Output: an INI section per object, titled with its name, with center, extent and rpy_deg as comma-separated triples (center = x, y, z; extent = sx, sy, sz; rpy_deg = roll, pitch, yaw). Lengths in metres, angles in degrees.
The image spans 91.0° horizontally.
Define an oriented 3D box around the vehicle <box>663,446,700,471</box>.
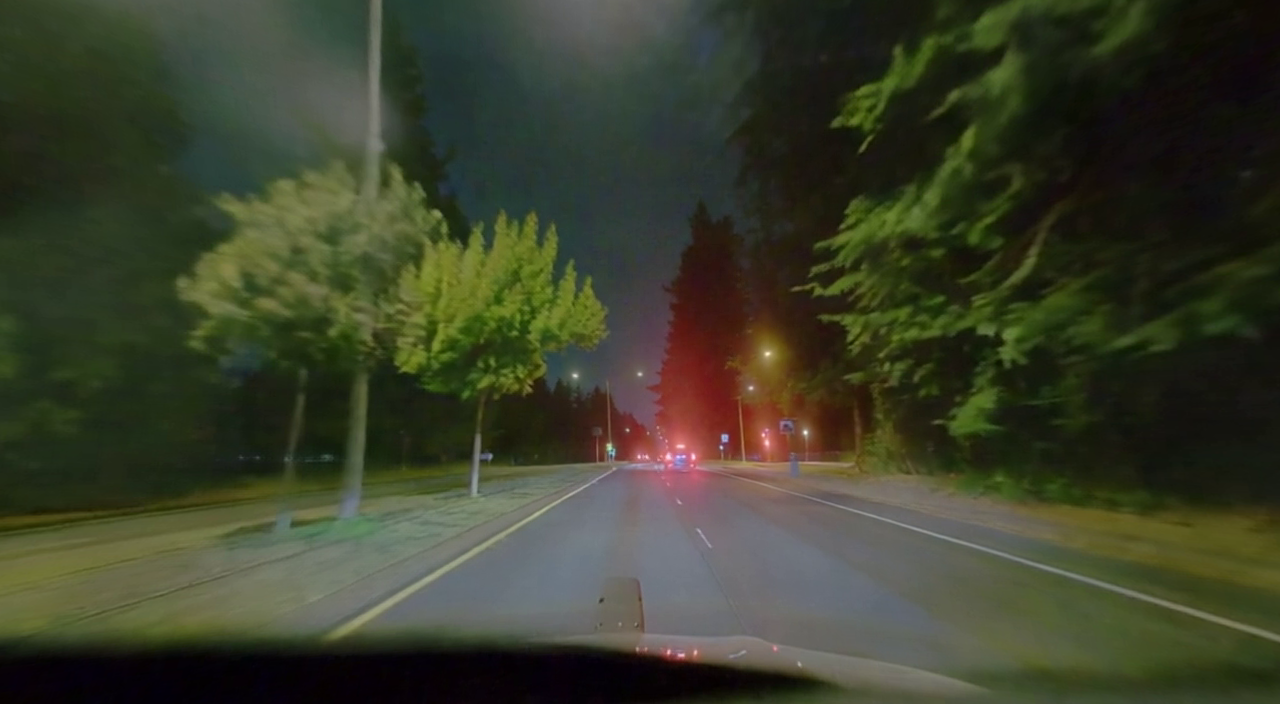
[vehicle]
center = 2.636, 6.942, 41.260
extent = 2.044, 1.537, 4.528
rpy_deg = 0, -9, -1
